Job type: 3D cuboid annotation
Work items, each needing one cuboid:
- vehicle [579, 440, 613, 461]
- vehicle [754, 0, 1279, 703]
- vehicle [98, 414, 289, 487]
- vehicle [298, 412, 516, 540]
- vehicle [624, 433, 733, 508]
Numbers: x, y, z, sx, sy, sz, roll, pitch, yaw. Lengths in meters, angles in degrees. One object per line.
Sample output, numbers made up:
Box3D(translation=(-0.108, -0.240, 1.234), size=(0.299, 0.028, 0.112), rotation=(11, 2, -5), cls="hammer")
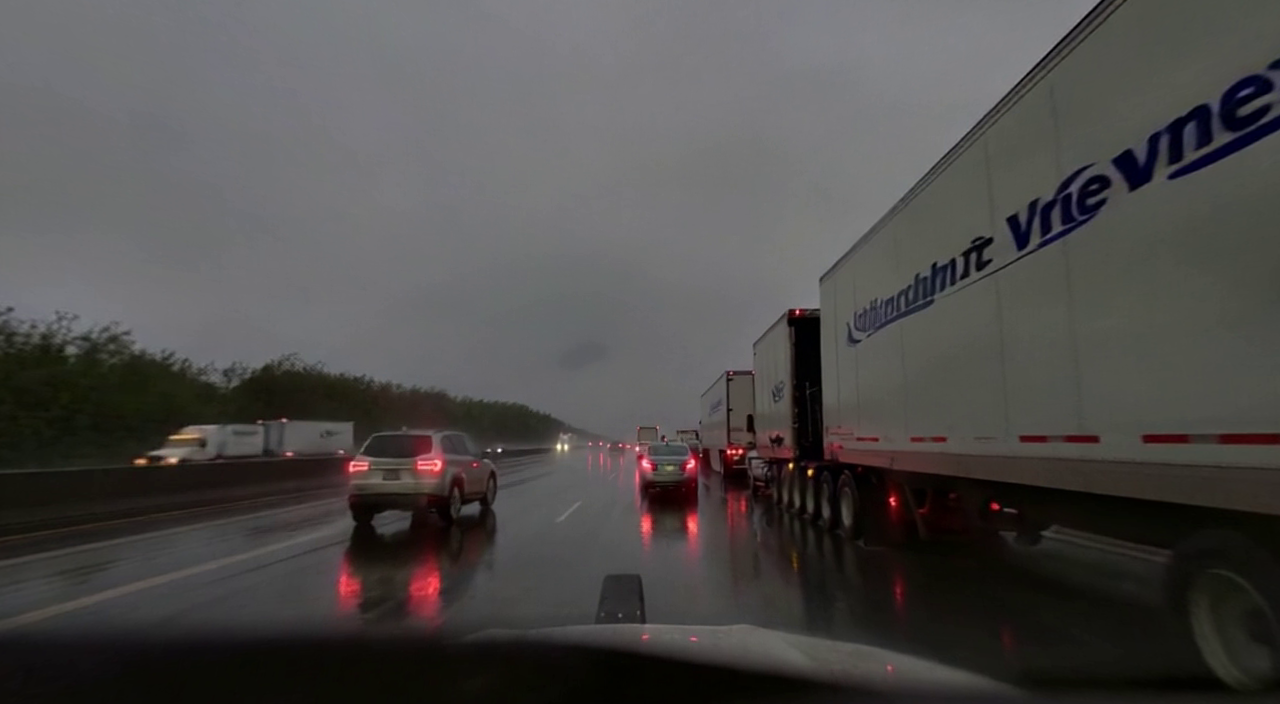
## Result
Box3D(translation=(-3.322, 7.533, 48.331), size=(2.181, 1.538, 4.169), rotation=(0, -8, 2), cls="vehicle")
Box3D(translation=(4.532, 0.361, 8.708), size=(2.967, 4.347, 15.373), rotation=(0, -8, 0), cls="vehicle")
Box3D(translation=(-18.221, 4.067, 26.518), size=(2.563, 2.628, 7.235), rotation=(0, -8, 2), cls="vehicle")
Box3D(translation=(-3.645, 2.012, 10.954), size=(2.006, 1.729, 4.447), rotation=(0, -8, 1), cls="vehicle")
Box3D(translation=(0.746, 2.680, 14.901), size=(2.200, 1.495, 4.282), rotation=(0, -8, -1), cls="vehicle")
